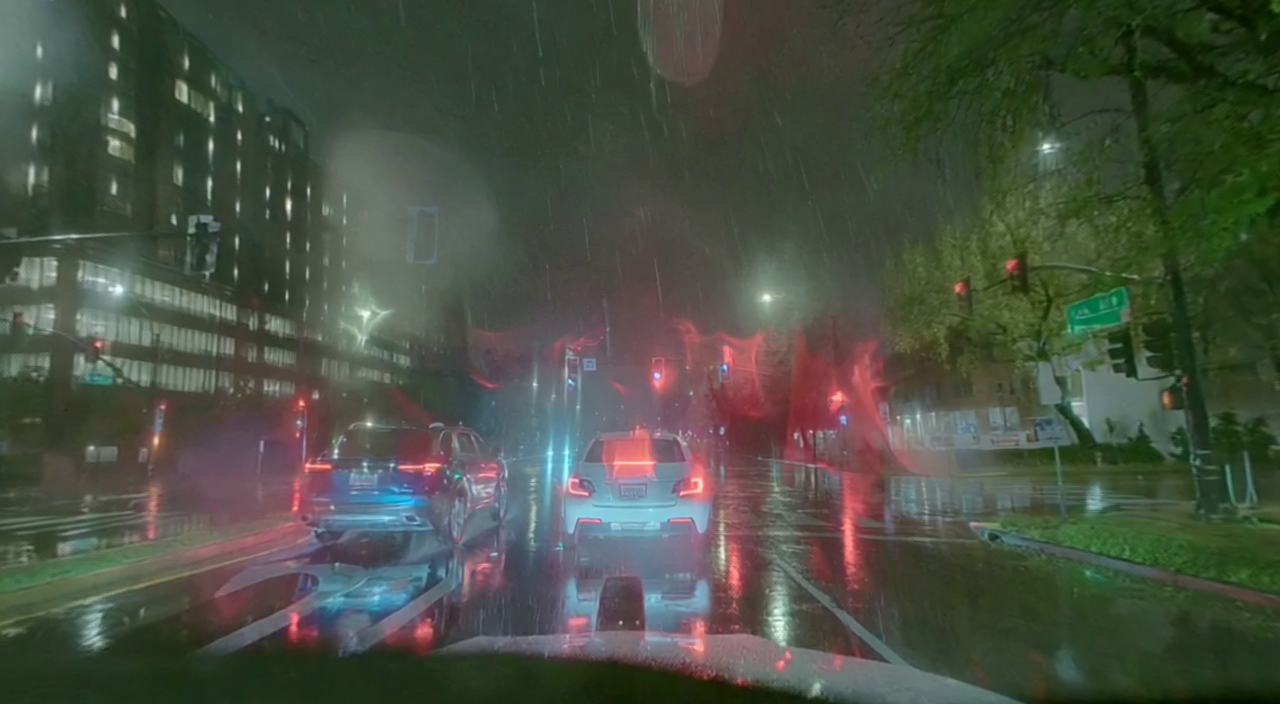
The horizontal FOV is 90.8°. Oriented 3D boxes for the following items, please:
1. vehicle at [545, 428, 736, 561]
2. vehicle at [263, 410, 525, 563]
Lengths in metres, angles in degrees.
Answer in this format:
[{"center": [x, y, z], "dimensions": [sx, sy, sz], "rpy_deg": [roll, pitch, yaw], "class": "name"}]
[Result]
[{"center": [0.004, 1.931, 9.258], "dimensions": [2.190, 1.522, 3.850], "rpy_deg": [0, -8, 0], "class": "vehicle"}, {"center": [-3.200, 1.857, 9.446], "dimensions": [2.081, 1.719, 4.434], "rpy_deg": [0, -8, 0], "class": "vehicle"}]
